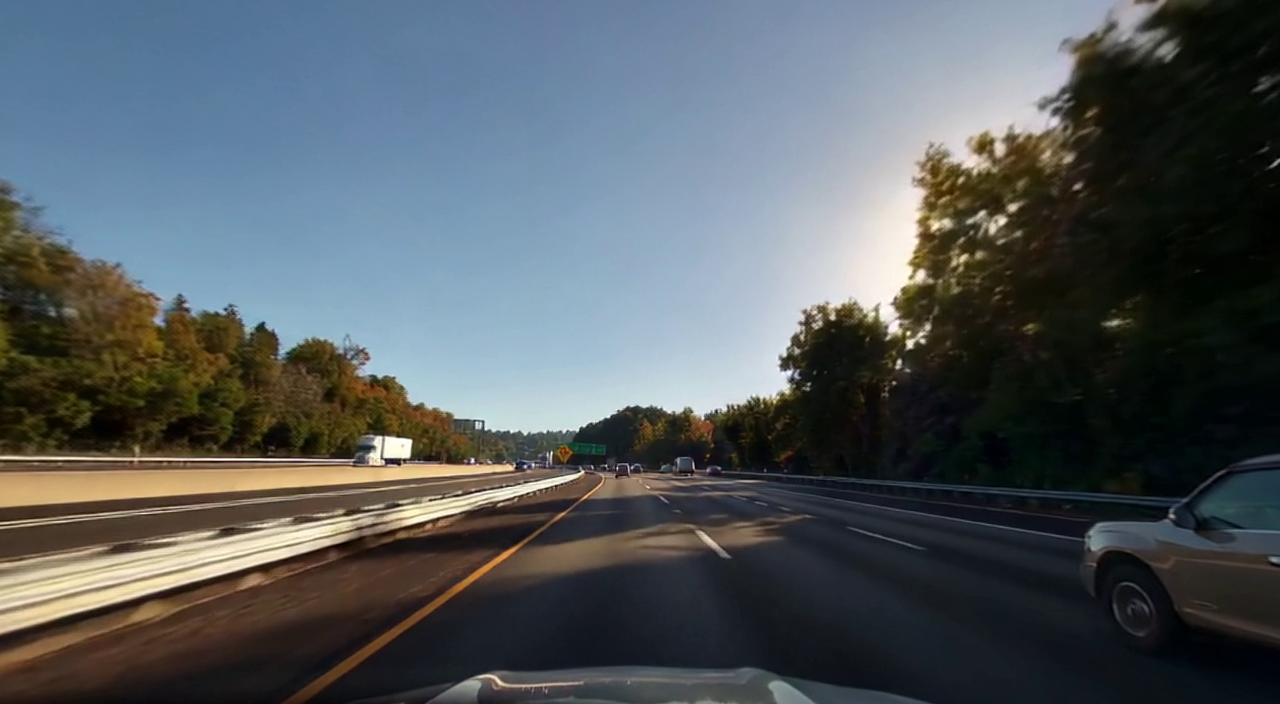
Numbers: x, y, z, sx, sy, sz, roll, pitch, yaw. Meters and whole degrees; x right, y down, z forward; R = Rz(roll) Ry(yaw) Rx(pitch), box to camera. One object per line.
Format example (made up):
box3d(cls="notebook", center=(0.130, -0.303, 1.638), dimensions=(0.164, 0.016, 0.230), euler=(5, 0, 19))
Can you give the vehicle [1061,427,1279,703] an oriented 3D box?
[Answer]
box3d(cls="vehicle", center=(4.072, 0.988, 2.209), dimensions=(1.965, 1.502, 4.599), euler=(1, -10, 0))
